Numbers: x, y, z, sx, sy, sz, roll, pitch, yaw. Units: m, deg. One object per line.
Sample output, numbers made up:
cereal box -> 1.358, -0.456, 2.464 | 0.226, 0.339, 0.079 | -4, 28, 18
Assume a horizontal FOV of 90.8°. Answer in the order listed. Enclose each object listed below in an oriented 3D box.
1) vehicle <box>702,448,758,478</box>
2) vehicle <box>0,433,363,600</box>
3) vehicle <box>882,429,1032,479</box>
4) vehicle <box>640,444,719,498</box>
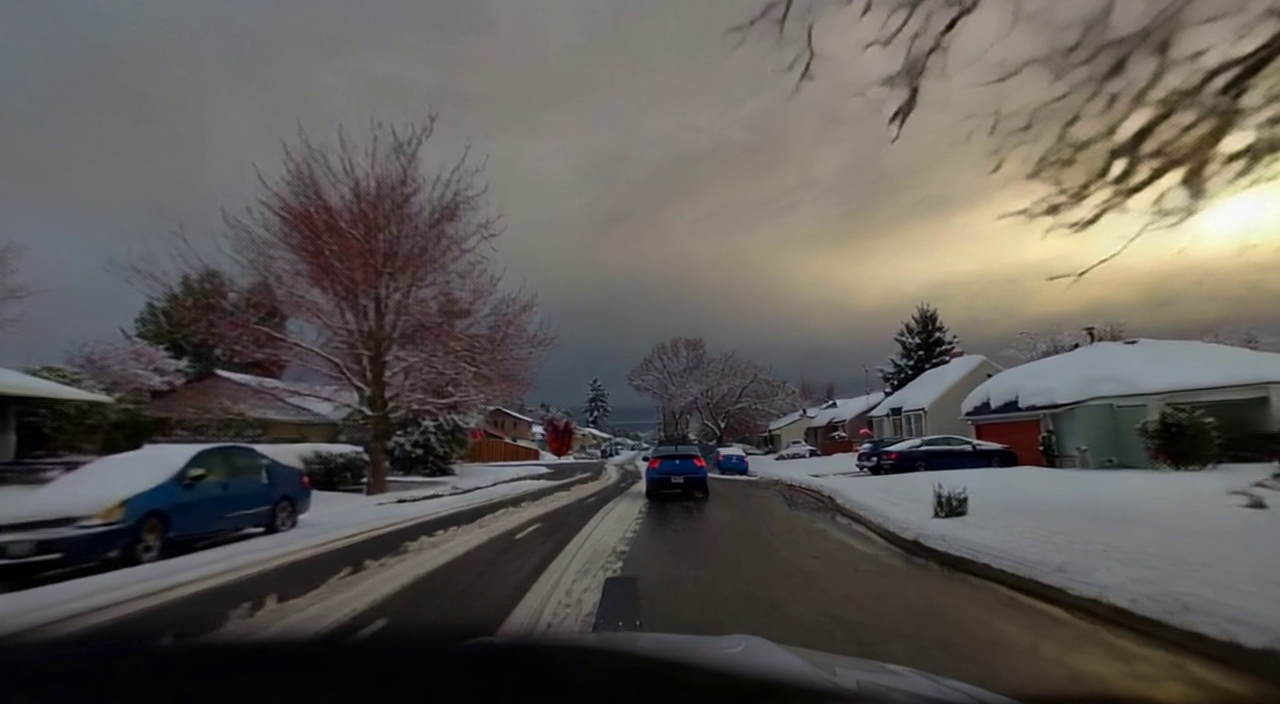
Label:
vehicle -> 4.671, 5.825, 33.514 | 2.089, 1.462, 4.529 | 0, -8, -3
vehicle -> -6.565, 2.146, 9.409 | 2.641, 1.747, 4.738 | -3, -7, 2
vehicle -> 11.921, 3.837, 23.966 | 4.524, 1.587, 2.064 | -2, -8, -4
vehicle -> 1.119, 3.586, 19.533 | 2.192, 1.474, 4.192 | 0, -8, 1
